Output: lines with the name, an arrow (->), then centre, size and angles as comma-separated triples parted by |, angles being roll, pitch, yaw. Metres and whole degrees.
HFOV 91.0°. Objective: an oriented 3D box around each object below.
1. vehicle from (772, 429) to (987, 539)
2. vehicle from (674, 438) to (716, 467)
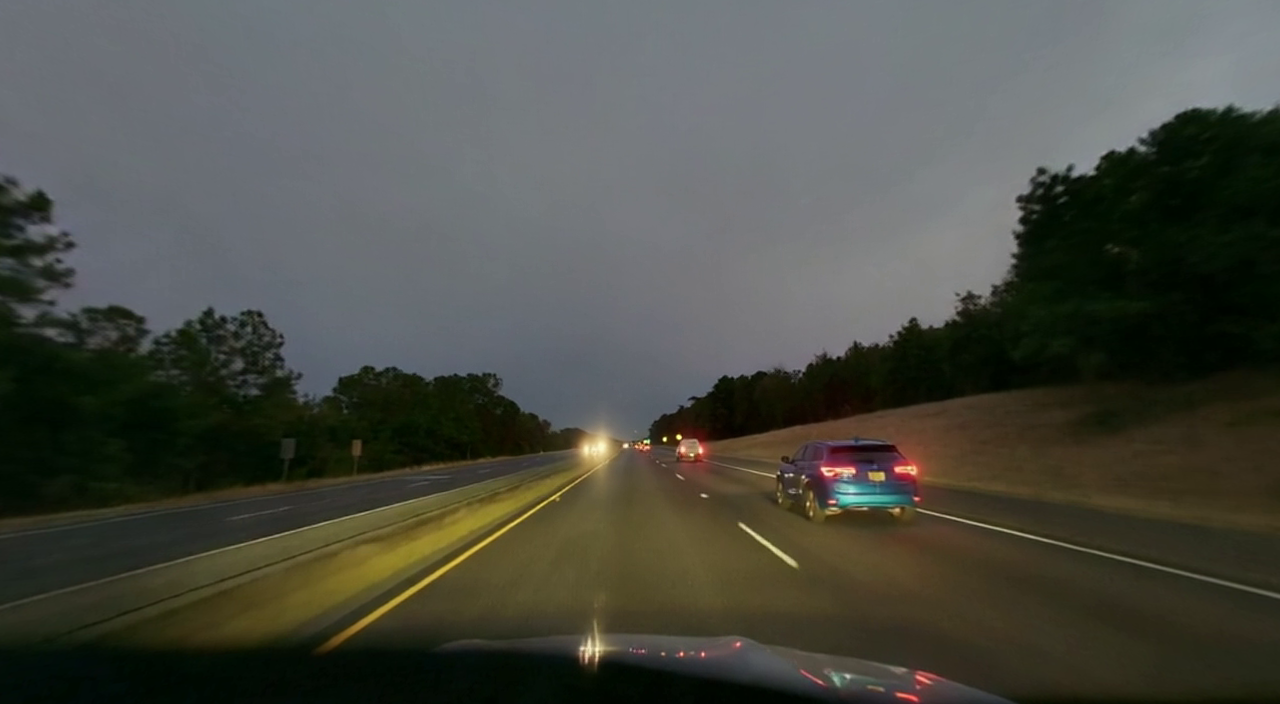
vehicle -> 3.828, 2.162, 11.026 | 1.999, 1.501, 4.221 | 0, -8, -2
vehicle -> 3.334, 6.165, 38.722 | 2.043, 1.673, 4.016 | 0, -8, -2
